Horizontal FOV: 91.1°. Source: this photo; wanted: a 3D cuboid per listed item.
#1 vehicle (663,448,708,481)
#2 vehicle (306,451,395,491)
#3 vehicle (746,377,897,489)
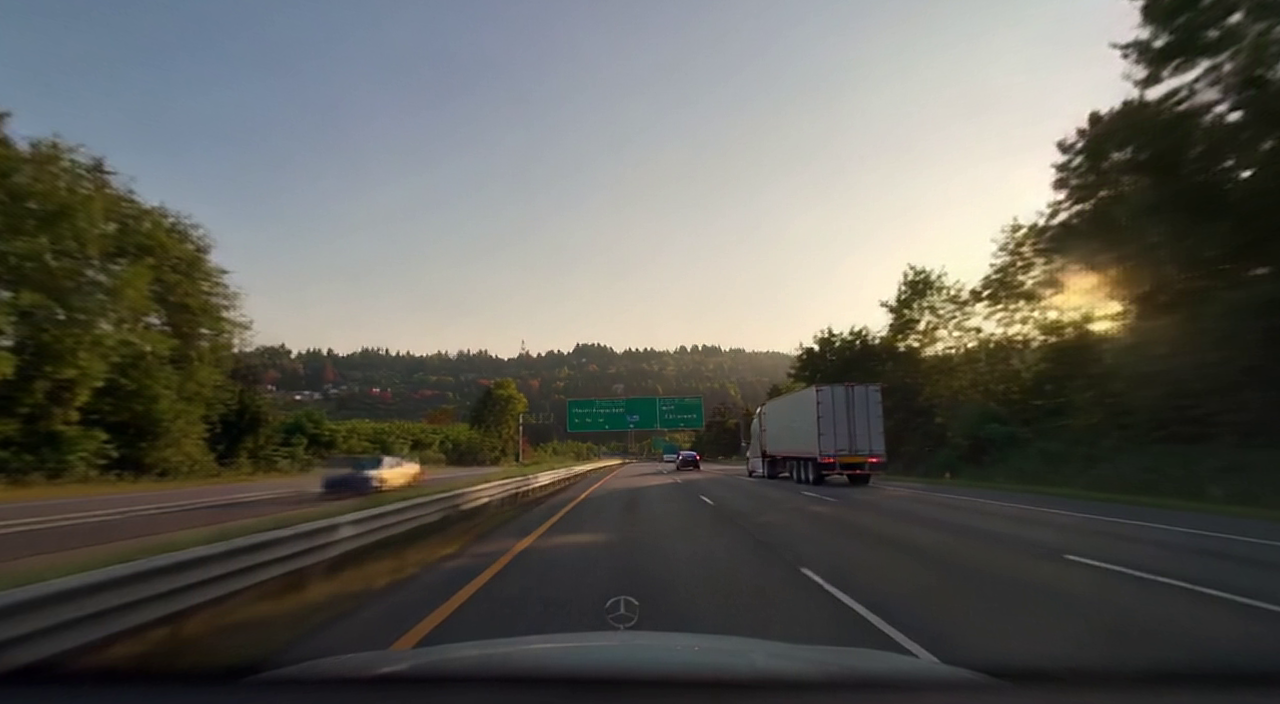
[{"bbox_3d":[2.285,5.735,32.351,2.024,1.579,3.707,-1,-9,0],"label":"vehicle"},{"bbox_3d":[-11.985,4.923,26.349,1.854,1.514,3.892,0,-9,0],"label":"vehicle"},{"bbox_3d":[7.756,3.996,29.773,2.907,4.042,13.858,0,-9,0],"label":"vehicle"}]
